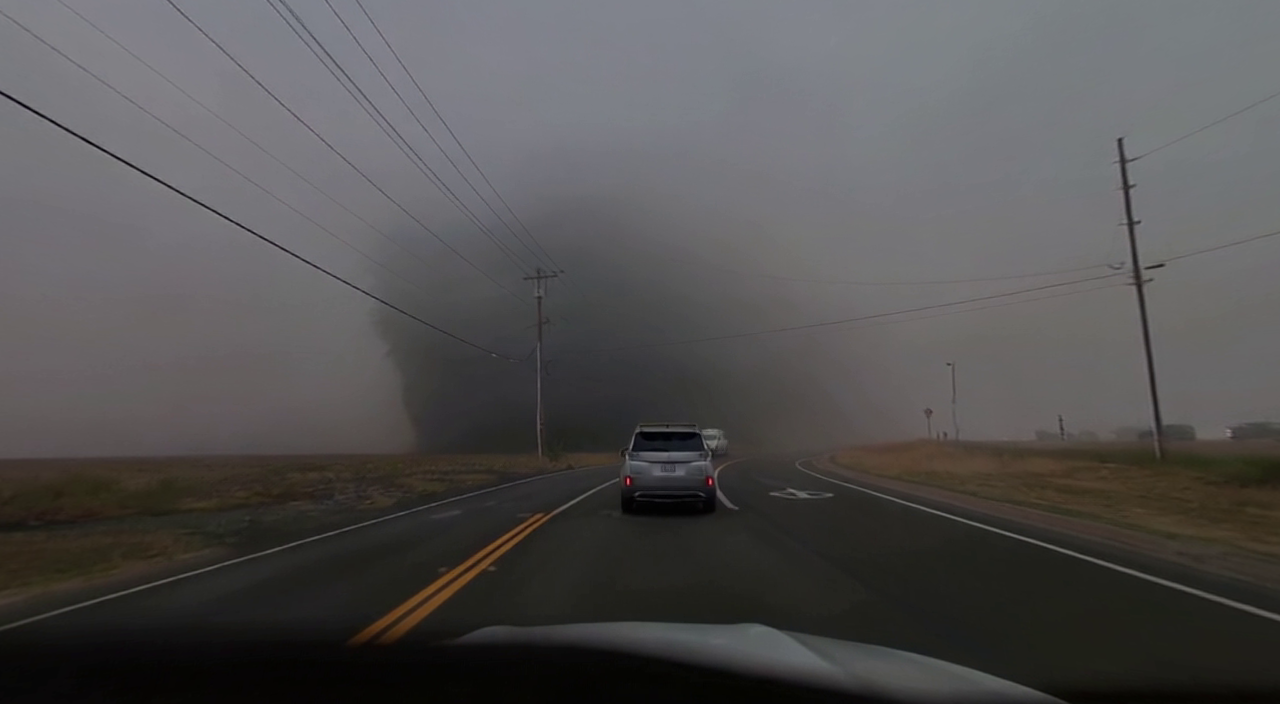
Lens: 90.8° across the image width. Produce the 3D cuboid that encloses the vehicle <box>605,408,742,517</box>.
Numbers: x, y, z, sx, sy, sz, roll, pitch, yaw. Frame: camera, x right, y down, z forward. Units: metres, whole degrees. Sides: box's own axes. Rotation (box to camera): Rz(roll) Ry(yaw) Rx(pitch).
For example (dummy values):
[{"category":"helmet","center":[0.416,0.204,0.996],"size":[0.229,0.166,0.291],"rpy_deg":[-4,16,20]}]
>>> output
[{"category":"vehicle","center":[0.644,2.255,13.291],"size":[2.364,1.859,4.538],"rpy_deg":[0,-8,2]}]
